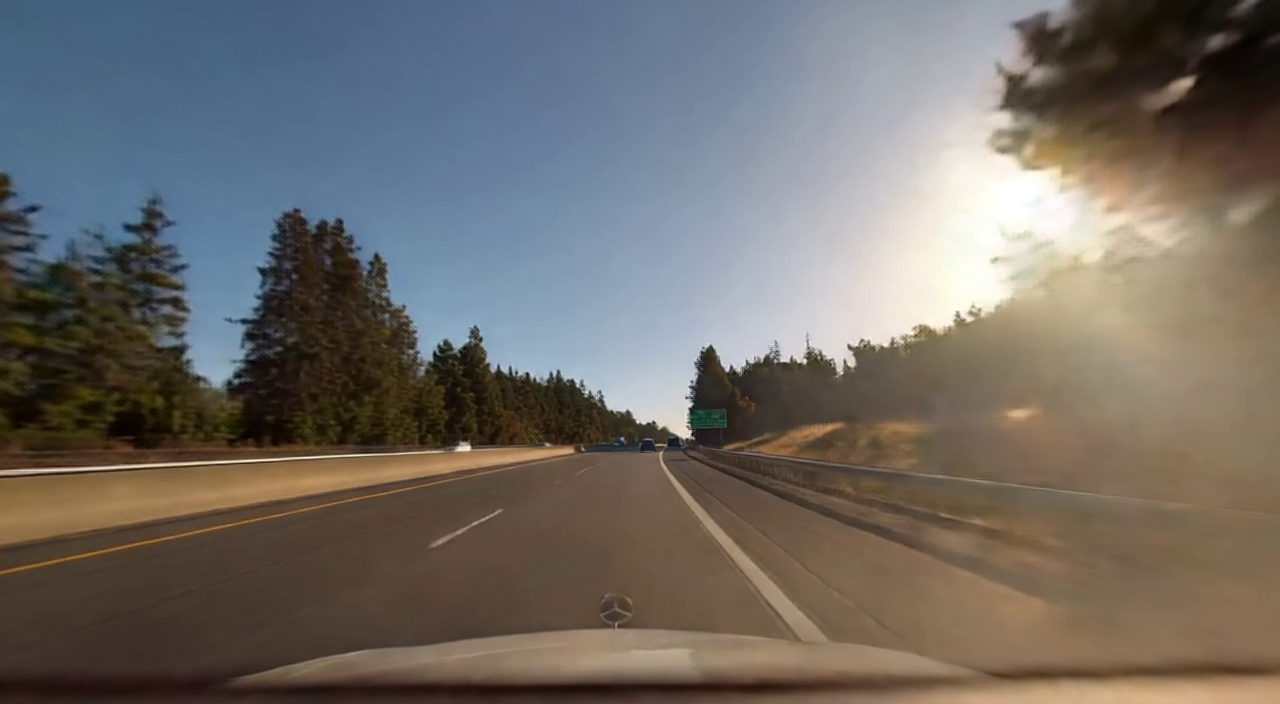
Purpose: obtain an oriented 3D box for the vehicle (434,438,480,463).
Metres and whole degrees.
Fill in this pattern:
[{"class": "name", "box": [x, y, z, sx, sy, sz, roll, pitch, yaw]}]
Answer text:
[{"class": "vehicle", "box": [-13.931, 7.527, 48.187, 2.097, 1.750, 4.773, 0, -8, 0]}]
